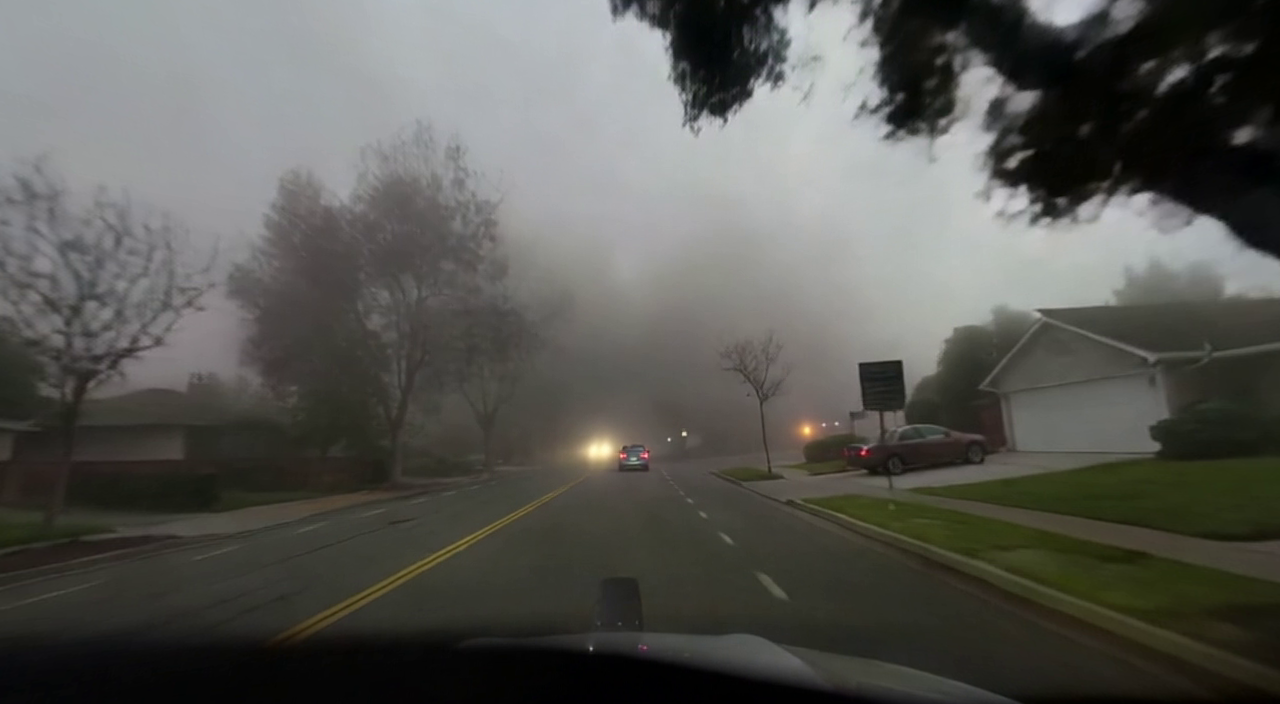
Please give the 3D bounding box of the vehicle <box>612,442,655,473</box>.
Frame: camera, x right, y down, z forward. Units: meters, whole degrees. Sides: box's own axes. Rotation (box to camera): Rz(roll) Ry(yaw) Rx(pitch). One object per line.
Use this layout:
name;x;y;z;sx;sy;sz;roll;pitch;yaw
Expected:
vehicle;-0.307;5.425;32.808;2.098;1.483;4.099;0;-9;0

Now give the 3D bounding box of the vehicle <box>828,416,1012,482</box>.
vehicle;8.700;3.028;19.956;4.740;1.467;2.074;-6;-8;-3
